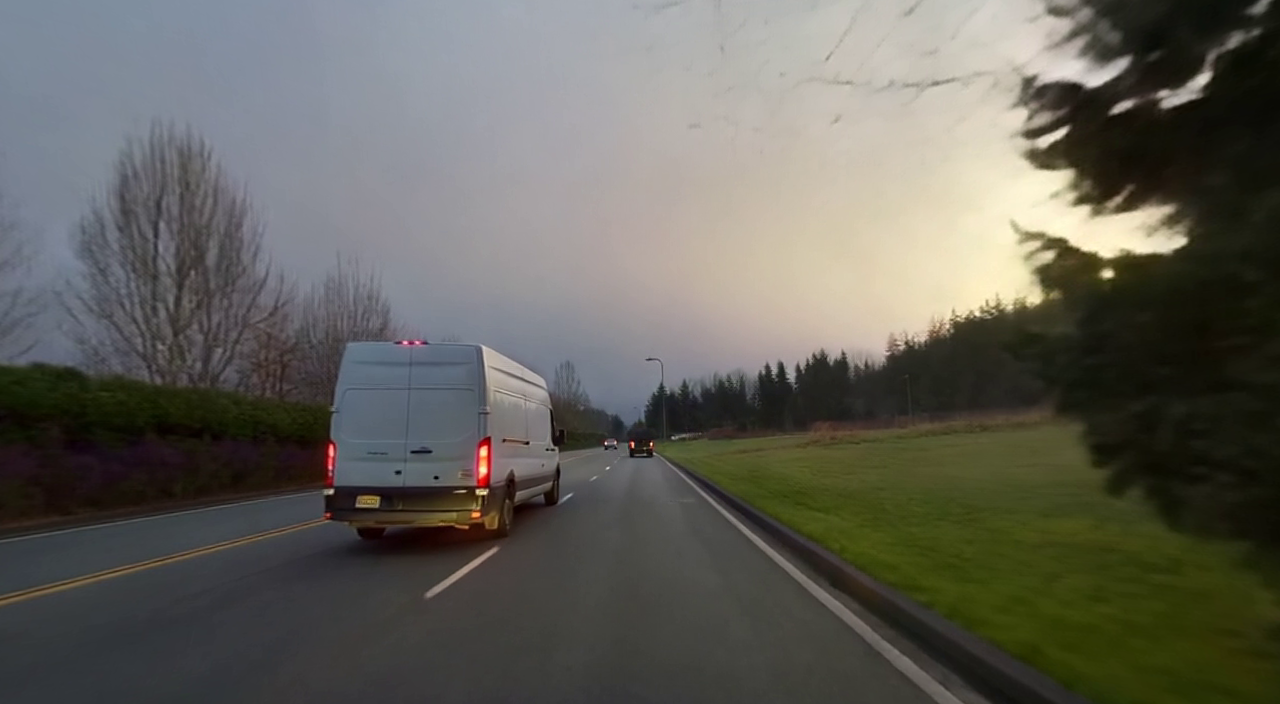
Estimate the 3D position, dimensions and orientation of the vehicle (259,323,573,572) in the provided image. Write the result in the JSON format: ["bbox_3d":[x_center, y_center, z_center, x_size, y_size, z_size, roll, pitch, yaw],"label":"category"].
[{"bbox_3d":[-2.681,1.417,9.721,2.497,2.628,6.016,0,-8,1],"label":"vehicle"}]
